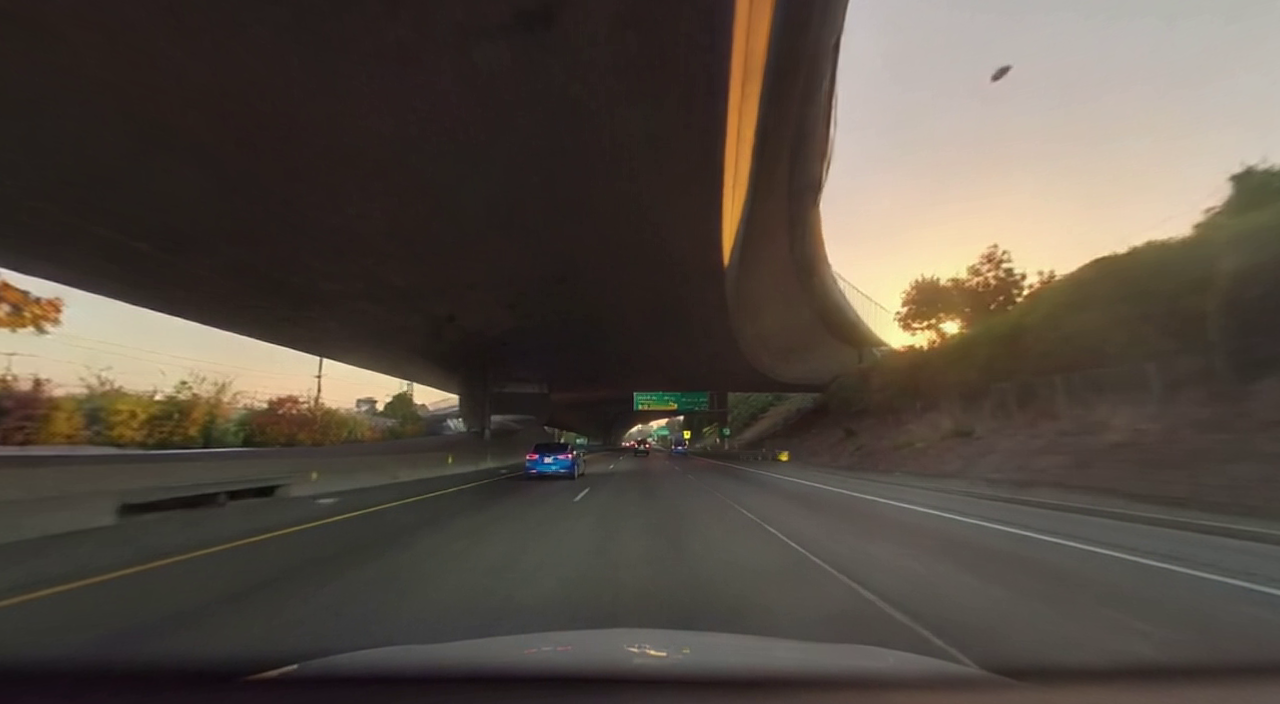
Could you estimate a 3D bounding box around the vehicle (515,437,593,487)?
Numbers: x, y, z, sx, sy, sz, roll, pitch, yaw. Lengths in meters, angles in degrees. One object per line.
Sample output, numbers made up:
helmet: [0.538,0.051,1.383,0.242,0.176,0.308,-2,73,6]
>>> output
vehicle: [-2.901,3.829,22.356,2.029,1.557,4.570,0,-8,1]
